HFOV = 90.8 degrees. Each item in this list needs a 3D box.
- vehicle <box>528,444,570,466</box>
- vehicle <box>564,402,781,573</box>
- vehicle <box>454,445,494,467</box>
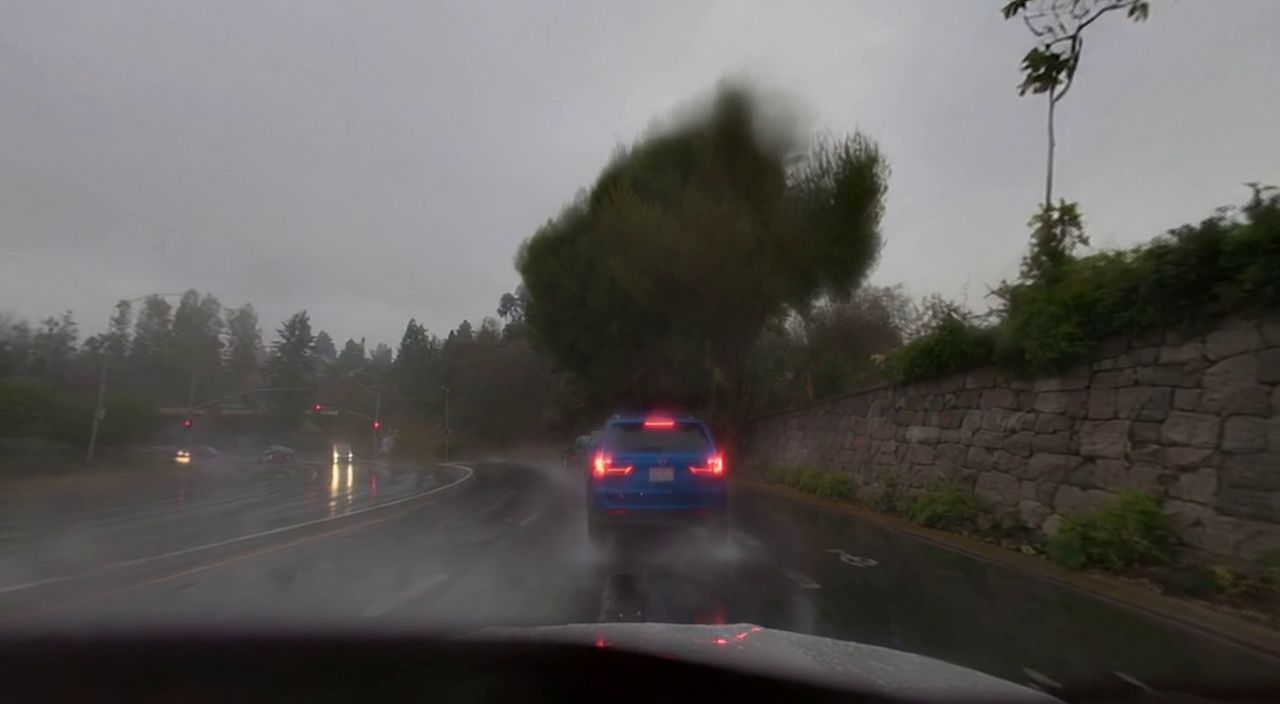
[{"bbox_3d":[-6.551,7.313,45.093,1.932,1.488,4.578,3,-9,-21],"label":"vehicle"},{"bbox_3d":[0.189,1.728,8.830,2.287,1.762,4.269,1,-8,-4],"label":"vehicle"},{"bbox_3d":[-12.282,7.640,46.620,2.023,1.474,4.286,4,-9,-25],"label":"vehicle"}]
